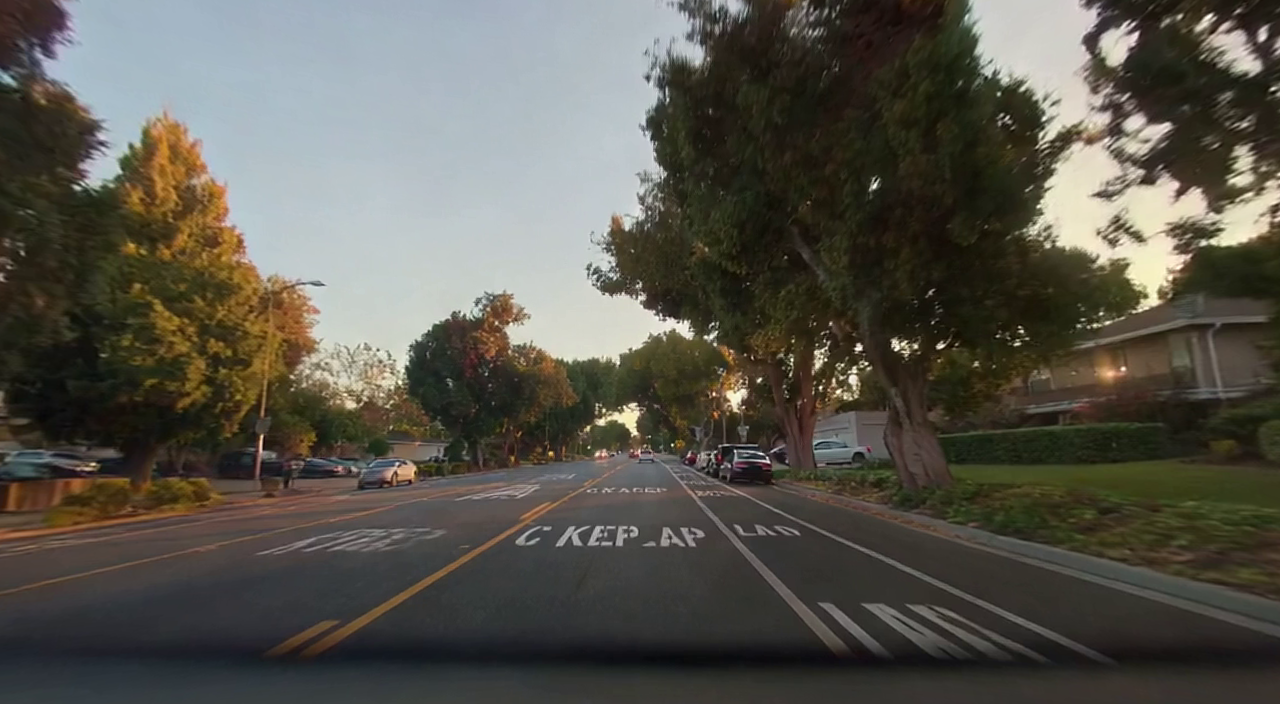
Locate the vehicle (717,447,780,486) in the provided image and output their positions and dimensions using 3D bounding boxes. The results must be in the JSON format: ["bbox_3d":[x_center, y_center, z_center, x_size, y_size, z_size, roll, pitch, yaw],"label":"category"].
[{"bbox_3d":[4.550,4.861,27.027,1.918,1.510,4.323,0,-9,0],"label":"vehicle"}]

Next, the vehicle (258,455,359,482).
[{"bbox_3d":[-19.461,6.872,37.114,4.833,1.500,1.896,0,-9,-1],"label":"vehicle"}]

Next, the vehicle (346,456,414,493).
[{"bbox_3d":[-12.742,5.989,31.107,1.879,1.491,3.678,-3,-7,-1],"label":"vehicle"}]

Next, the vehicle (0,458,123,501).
[{"bbox_3d":[-22.858,4.787,23.898,4.640,1.490,2.052,0,-9,2],"label":"vehicle"}]

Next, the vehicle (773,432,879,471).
[{"bbox_3d":[11.073,5.926,37.713,5.561,1.953,2.150,-3,-8,-1],"label":"vehicle"}]

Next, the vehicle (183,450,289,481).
[{"bbox_3d":[-25.104,7.051,39.236,5.153,1.806,2.136,0,-9,1],"label":"vehicle"}]
